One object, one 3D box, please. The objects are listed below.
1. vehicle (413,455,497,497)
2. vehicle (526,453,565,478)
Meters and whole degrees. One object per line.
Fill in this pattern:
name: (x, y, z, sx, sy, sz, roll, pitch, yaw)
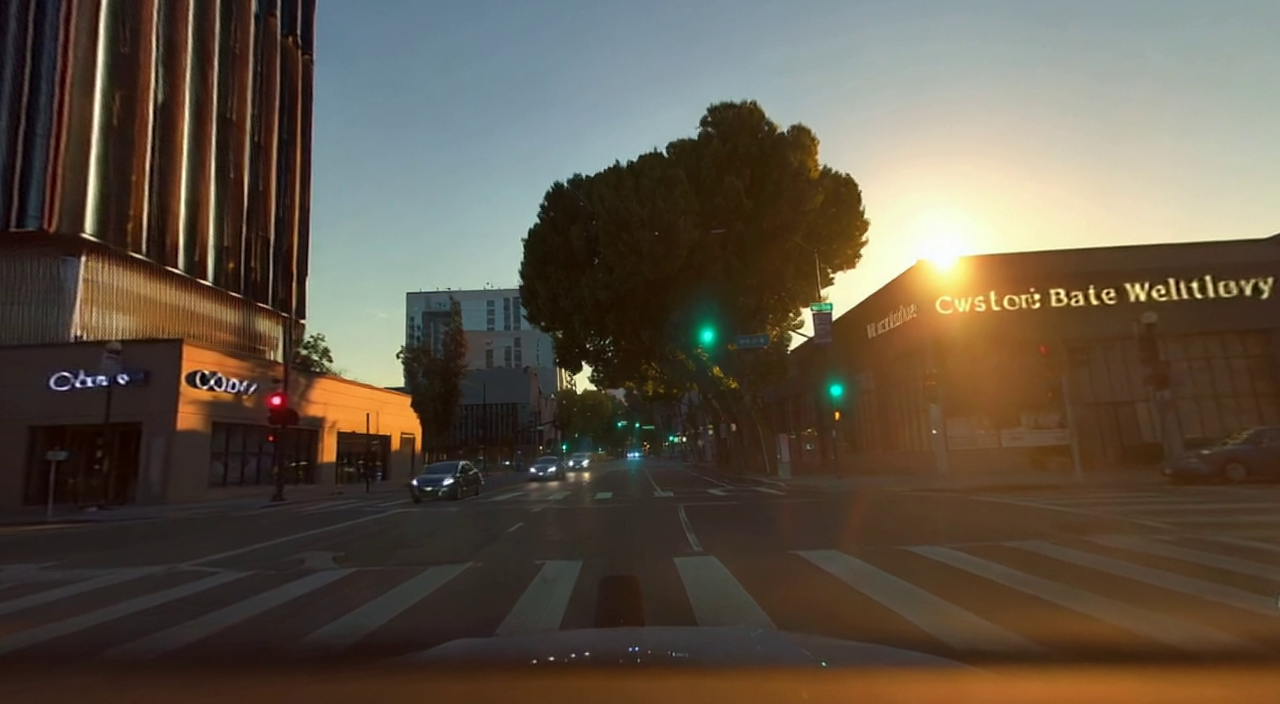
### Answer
vehicle: (-7.273, 4.903, 25.326, 1.893, 1.451, 4.276, -1, -9, 3)
vehicle: (-6.349, 7.659, 42.903, 1.897, 1.537, 3.770, -1, -9, 3)
